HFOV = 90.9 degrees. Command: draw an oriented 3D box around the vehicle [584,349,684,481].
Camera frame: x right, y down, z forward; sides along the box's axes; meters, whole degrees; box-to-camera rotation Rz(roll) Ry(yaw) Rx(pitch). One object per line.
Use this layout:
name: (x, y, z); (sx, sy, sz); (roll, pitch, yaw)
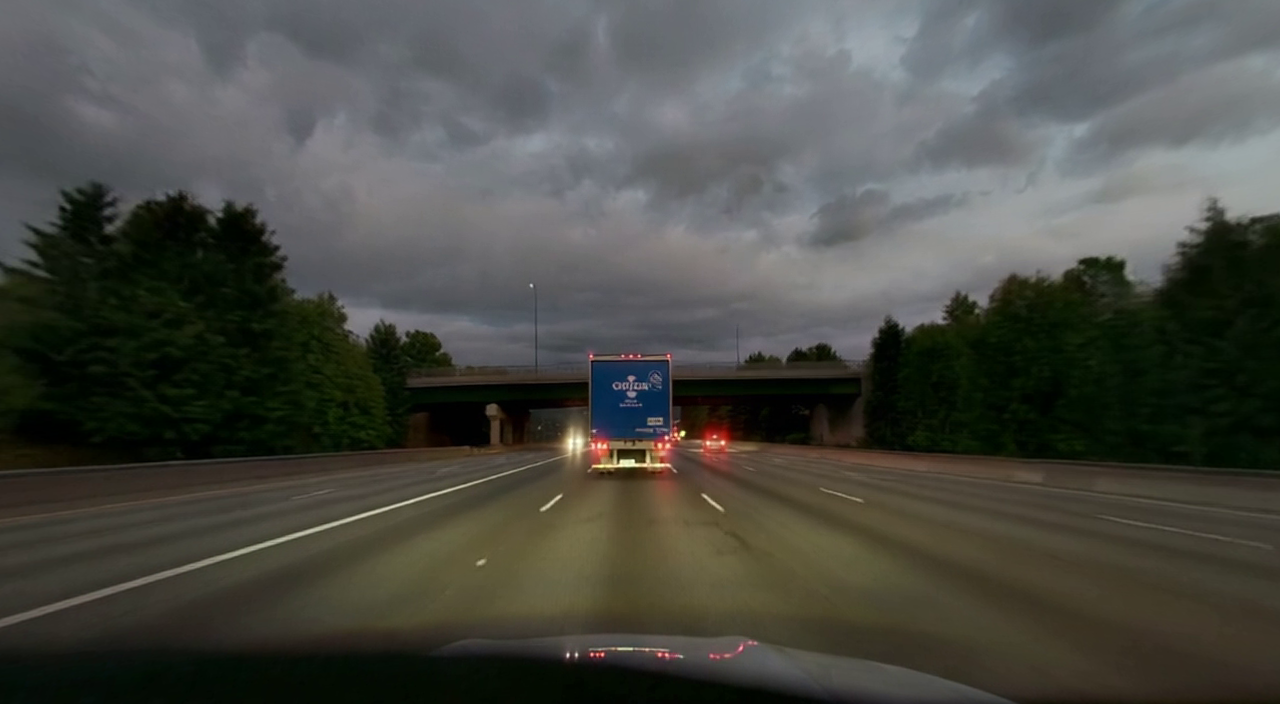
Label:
vehicle: (-0.424, 2.500, 23.555); (2.895, 3.861, 10.213); (0, -8, -3)
